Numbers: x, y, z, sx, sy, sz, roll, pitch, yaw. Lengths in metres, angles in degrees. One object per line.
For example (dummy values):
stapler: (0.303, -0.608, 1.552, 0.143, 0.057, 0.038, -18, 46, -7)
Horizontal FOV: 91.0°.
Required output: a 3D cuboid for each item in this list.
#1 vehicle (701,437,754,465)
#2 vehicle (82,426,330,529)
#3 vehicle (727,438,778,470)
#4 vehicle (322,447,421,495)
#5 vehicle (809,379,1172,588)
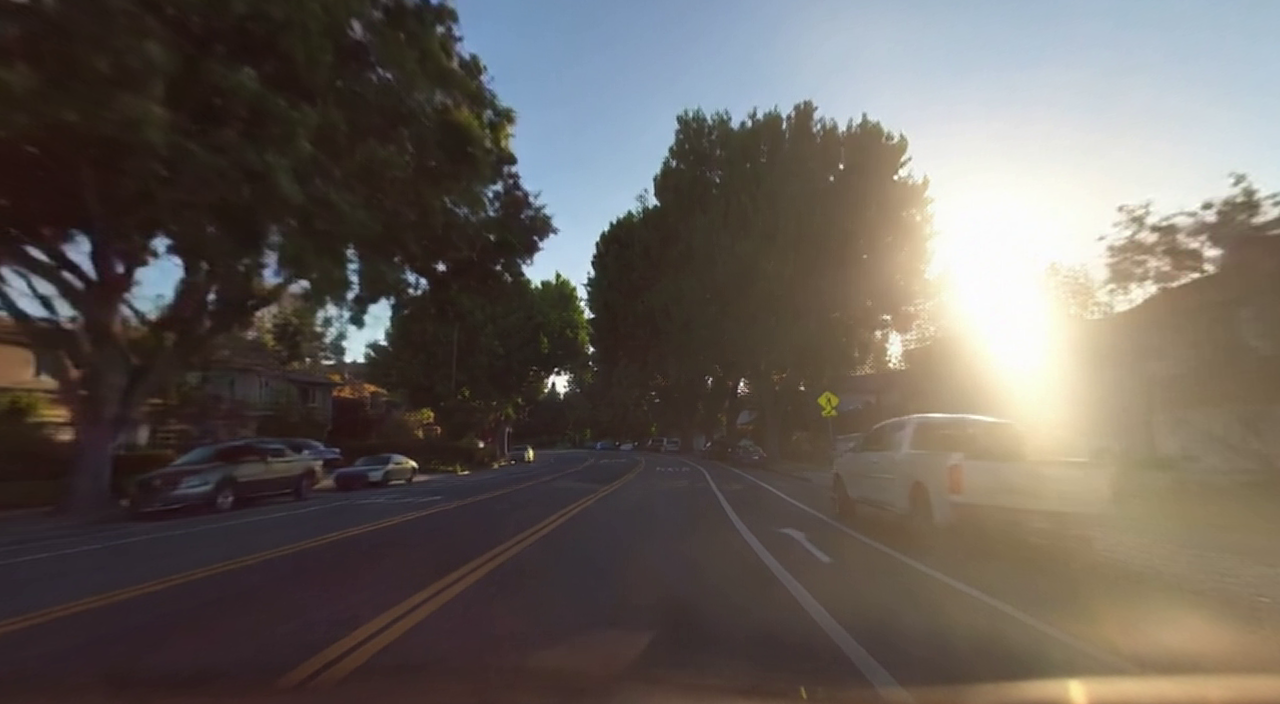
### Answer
vehicle: (6.522, 7.491, 47.841, 2.402, 1.889, 6.910, 4, -9, -5)
vehicle: (-10.695, 3.109, 16.279, 2.450, 1.998, 5.367, -5, -9, 3)
vehicle: (7.138, 6.533, 40.581, 1.954, 1.732, 6.409, 4, -8, -1)
vehicle: (-10.178, 4.498, 24.174, 1.967, 1.488, 4.216, -5, -9, -1)
vehicle: (4.753, 1.910, 10.350, 2.574, 2.156, 6.672, 2, -8, 4)
